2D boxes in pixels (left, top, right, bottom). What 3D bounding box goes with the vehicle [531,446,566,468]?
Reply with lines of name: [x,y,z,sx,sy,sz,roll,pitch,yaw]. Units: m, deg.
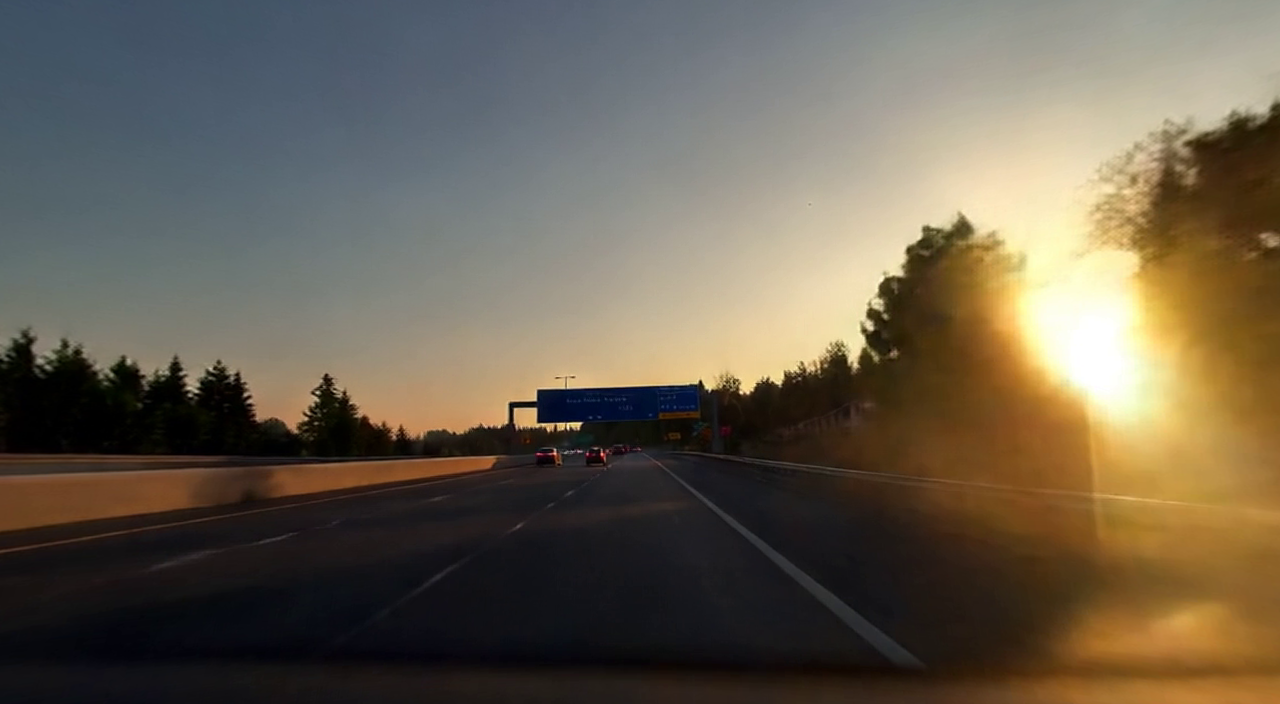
vehicle: [-7.114,8.209,49.458,2.098,1.606,4.227,0,-9,1]
